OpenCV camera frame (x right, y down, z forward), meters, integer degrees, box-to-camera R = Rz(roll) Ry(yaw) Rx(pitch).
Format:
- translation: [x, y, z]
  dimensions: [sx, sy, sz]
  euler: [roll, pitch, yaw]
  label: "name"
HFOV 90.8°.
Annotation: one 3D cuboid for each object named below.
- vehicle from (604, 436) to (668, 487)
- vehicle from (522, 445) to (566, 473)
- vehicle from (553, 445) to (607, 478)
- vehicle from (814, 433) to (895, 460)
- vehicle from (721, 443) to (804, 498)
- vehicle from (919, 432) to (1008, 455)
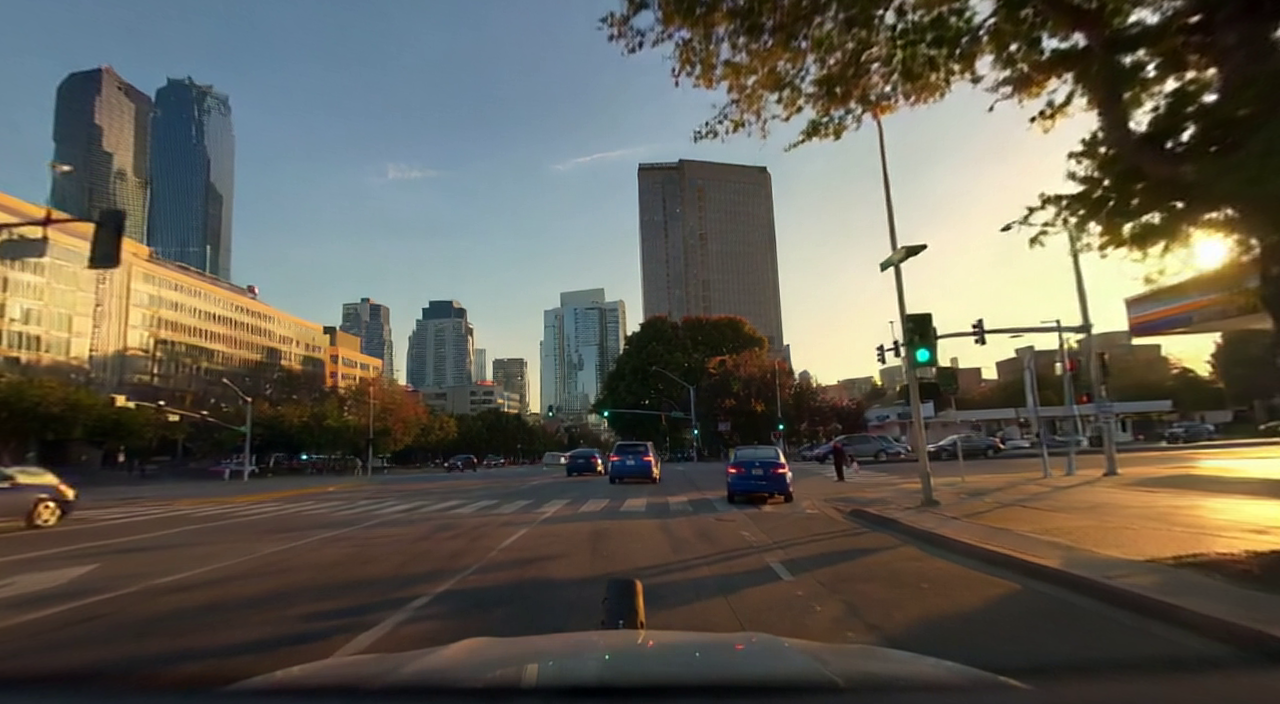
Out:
- translation: [-0.083, 4.111, 24.060]
  dimensions: [2.210, 1.722, 4.215]
  euler: [0, -8, 2]
  label: "vehicle"
- translation: [-6.129, 6.882, 40.783]
  dimensions: [2.018, 1.692, 4.226]
  euler: [-1, -8, 2]
  label: "vehicle"
- translation: [-2.855, 5.333, 30.998]
  dimensions: [2.003, 1.492, 4.291]
  euler: [-1, -8, 3]
  label: "vehicle"
- translation: [13.845, 6.109, 40.883]
  dimensions: [4.524, 1.681, 1.823]
  euler: [0, -8, -1]
  label: "vehicle"
- translation: [3.882, 3.540, 19.437]
  dimensions: [1.976, 1.462, 4.342]
  euler: [-3, -9, 18]
  label: "vehicle"
- translation: [20.726, 5.875, 40.602]
  dimensions: [4.700, 1.417, 1.789]
  euler: [0, -8, 2]
  label: "vehicle"
